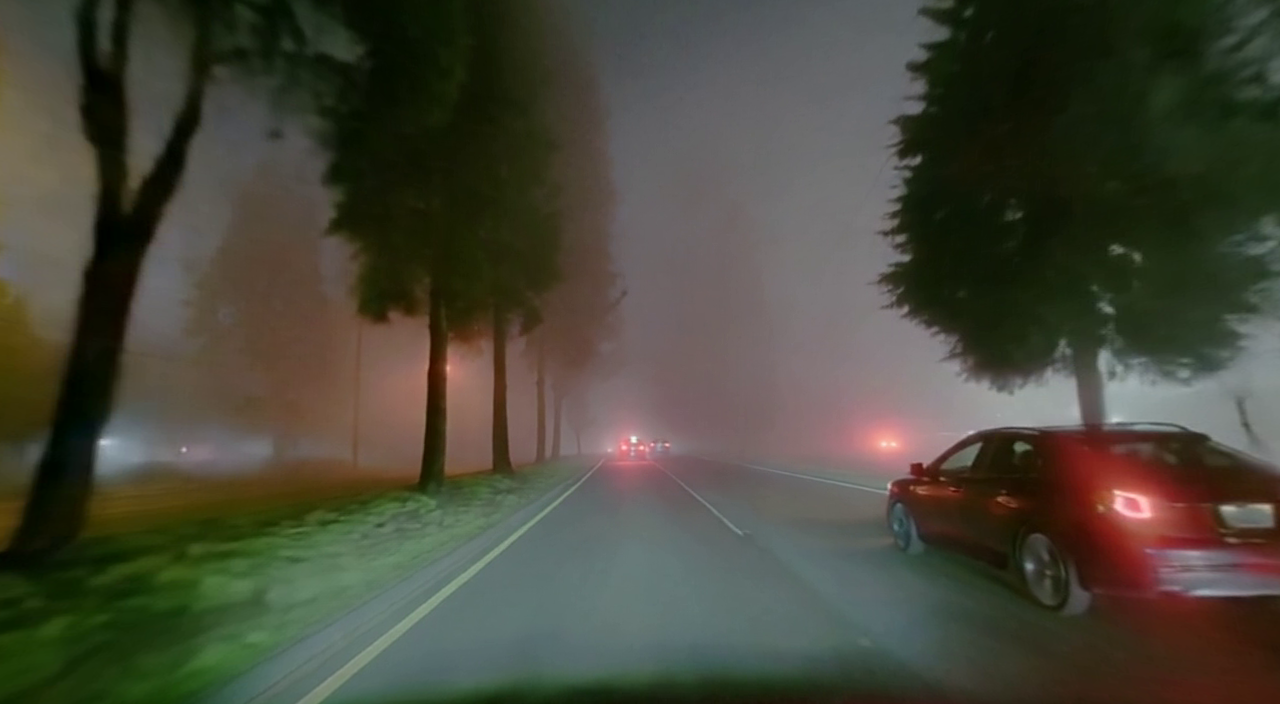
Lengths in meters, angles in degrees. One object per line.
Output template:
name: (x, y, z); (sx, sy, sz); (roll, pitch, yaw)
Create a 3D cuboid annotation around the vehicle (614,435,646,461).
vehicle: (-0.783, 6.950, 45.602); (2.189, 1.776, 4.342); (0, -9, -3)

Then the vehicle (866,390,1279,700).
vehicle: (4.158, 1.373, 5.809); (2.235, 1.597, 4.918); (0, -9, -1)
